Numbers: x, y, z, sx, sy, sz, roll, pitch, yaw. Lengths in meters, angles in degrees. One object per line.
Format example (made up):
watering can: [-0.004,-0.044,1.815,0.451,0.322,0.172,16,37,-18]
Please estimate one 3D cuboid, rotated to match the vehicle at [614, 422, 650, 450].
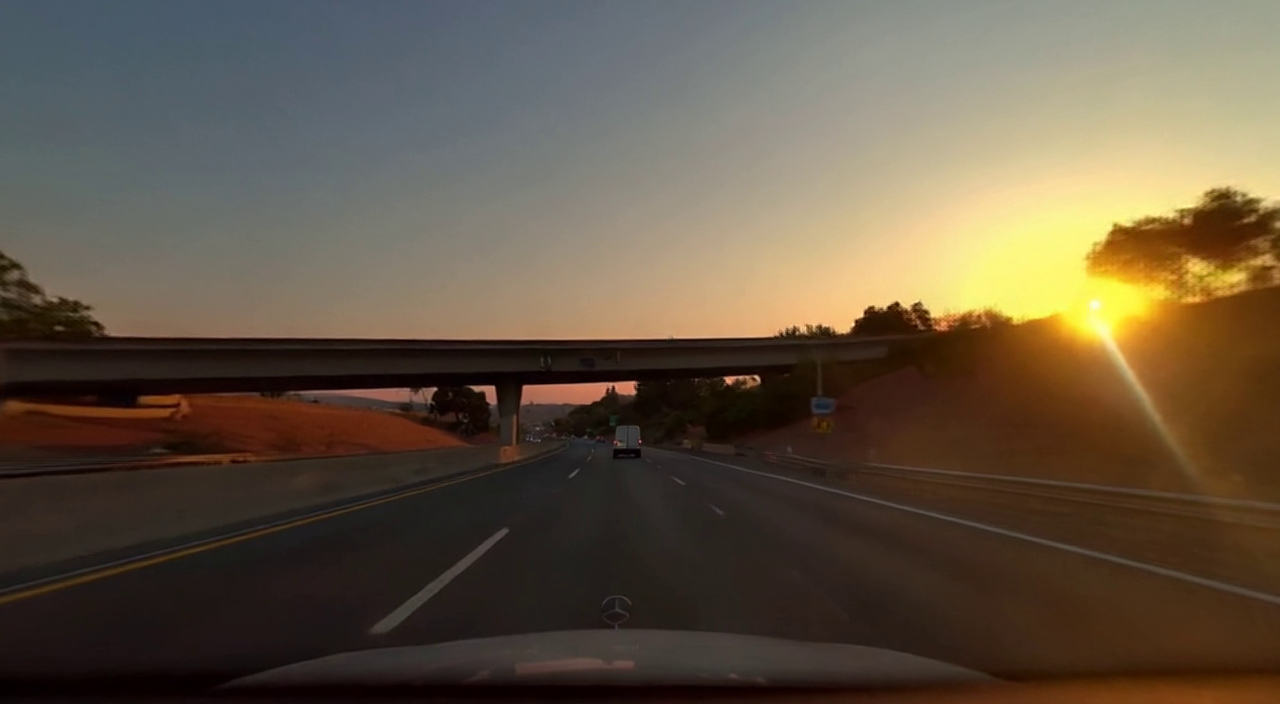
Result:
vehicle: [-0.568,5.352,39.941,2.157,1.647,4.524,0,-8,-3]
